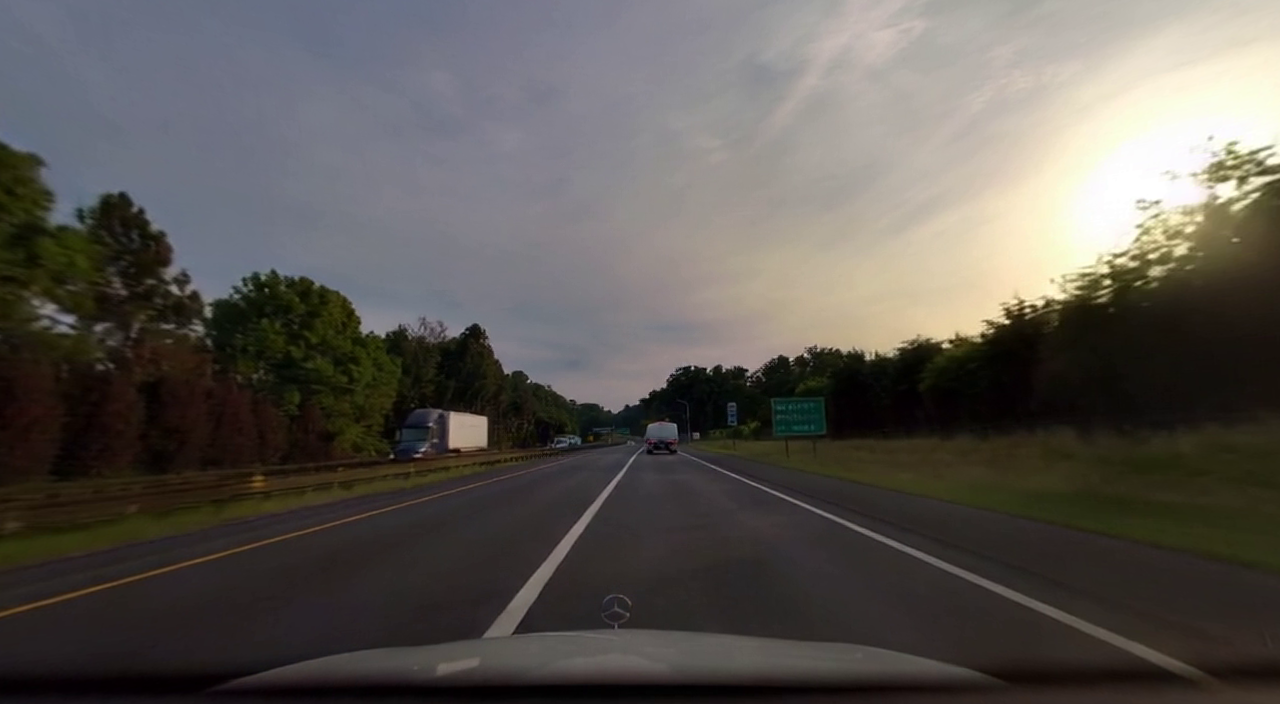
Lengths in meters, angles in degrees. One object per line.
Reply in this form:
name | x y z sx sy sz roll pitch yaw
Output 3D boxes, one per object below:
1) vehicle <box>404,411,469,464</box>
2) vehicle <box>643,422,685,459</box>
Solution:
vehicle | -15.659 6.629 48.906 3.005 3.785 5.802 0 -8 0
vehicle | 1.533 5.908 42.274 2.495 2.327 5.800 0 -8 -1
